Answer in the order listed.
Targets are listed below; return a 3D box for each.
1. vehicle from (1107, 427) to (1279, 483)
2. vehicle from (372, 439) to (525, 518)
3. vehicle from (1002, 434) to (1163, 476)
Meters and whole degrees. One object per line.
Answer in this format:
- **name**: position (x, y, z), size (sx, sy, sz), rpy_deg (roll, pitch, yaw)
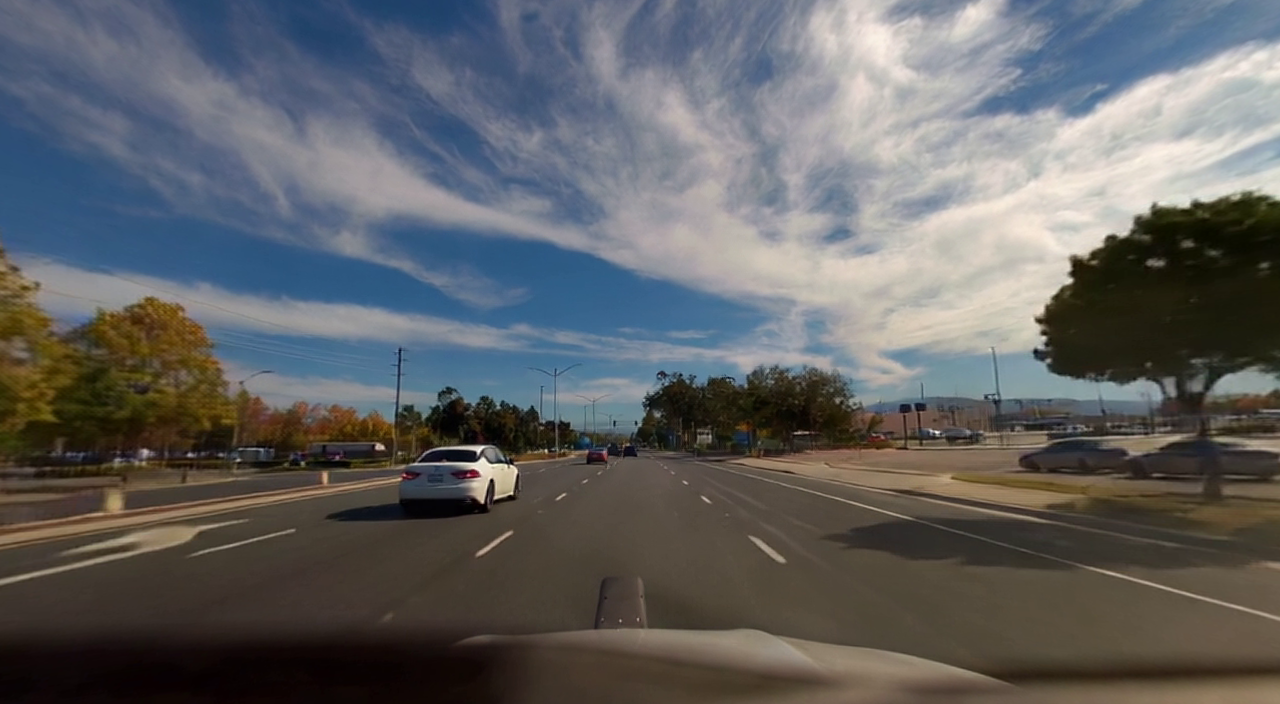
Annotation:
- **vehicle**: position (16.084, 2.899, 17.869), size (4.197, 1.466, 1.930), rpy_deg (0, -9, -2)
- **vehicle**: position (-4.009, 2.709, 14.134), size (2.003, 1.454, 4.484), rpy_deg (0, -9, 0)
- **vehicle**: position (16.266, 3.810, 23.427), size (4.429, 1.459, 1.967), rpy_deg (0, -9, 2)
